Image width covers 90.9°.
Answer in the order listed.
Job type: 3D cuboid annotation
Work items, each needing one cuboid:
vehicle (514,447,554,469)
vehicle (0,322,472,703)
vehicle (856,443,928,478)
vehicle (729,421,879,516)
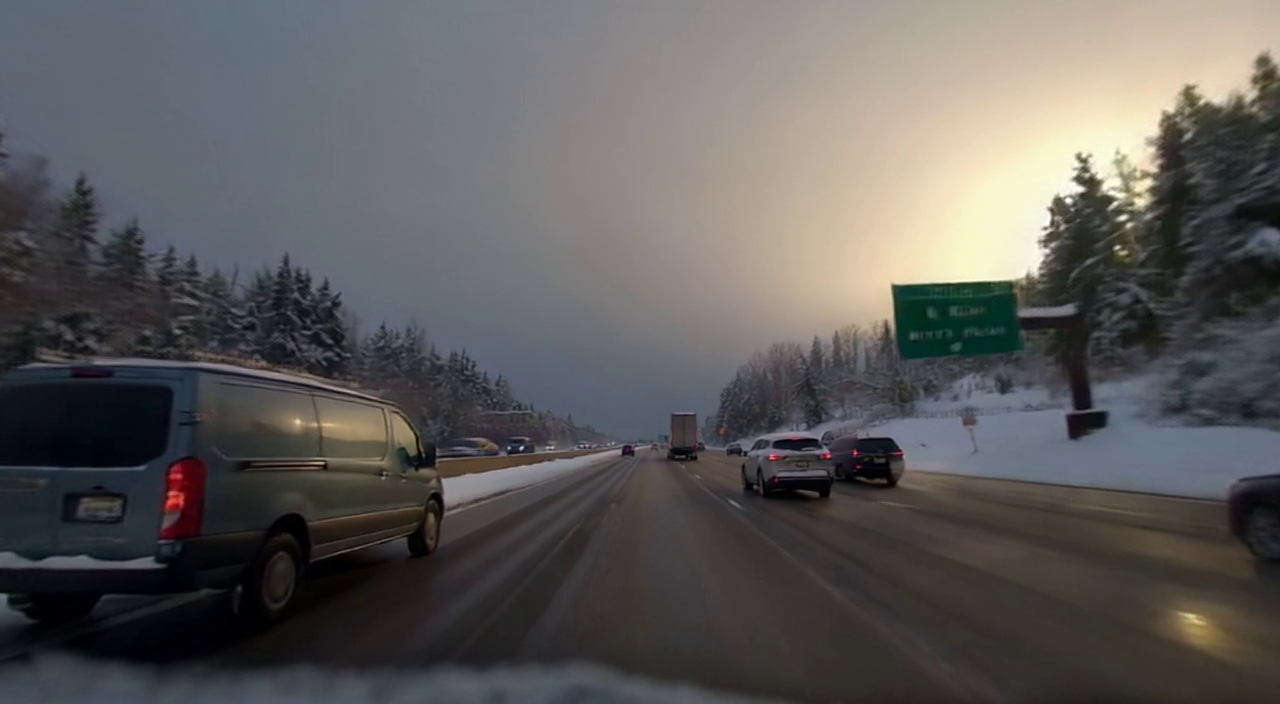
[{"bbox_3d":[-7.475,7.487,44.795,1.977,1.443,4.358,0,-8,2],"label":"vehicle"},{"bbox_3d":[-3.336,1.206,5.475,2.159,1.922,5.345,0,-8,1],"label":"vehicle"},{"bbox_3d":[11.573,4.984,29.289,1.827,1.493,3.919,0,-8,2],"label":"vehicle"},{"bbox_3d":[3.584,2.652,14.889,2.209,1.862,4.717,0,-8,0],"label":"vehicle"}]
